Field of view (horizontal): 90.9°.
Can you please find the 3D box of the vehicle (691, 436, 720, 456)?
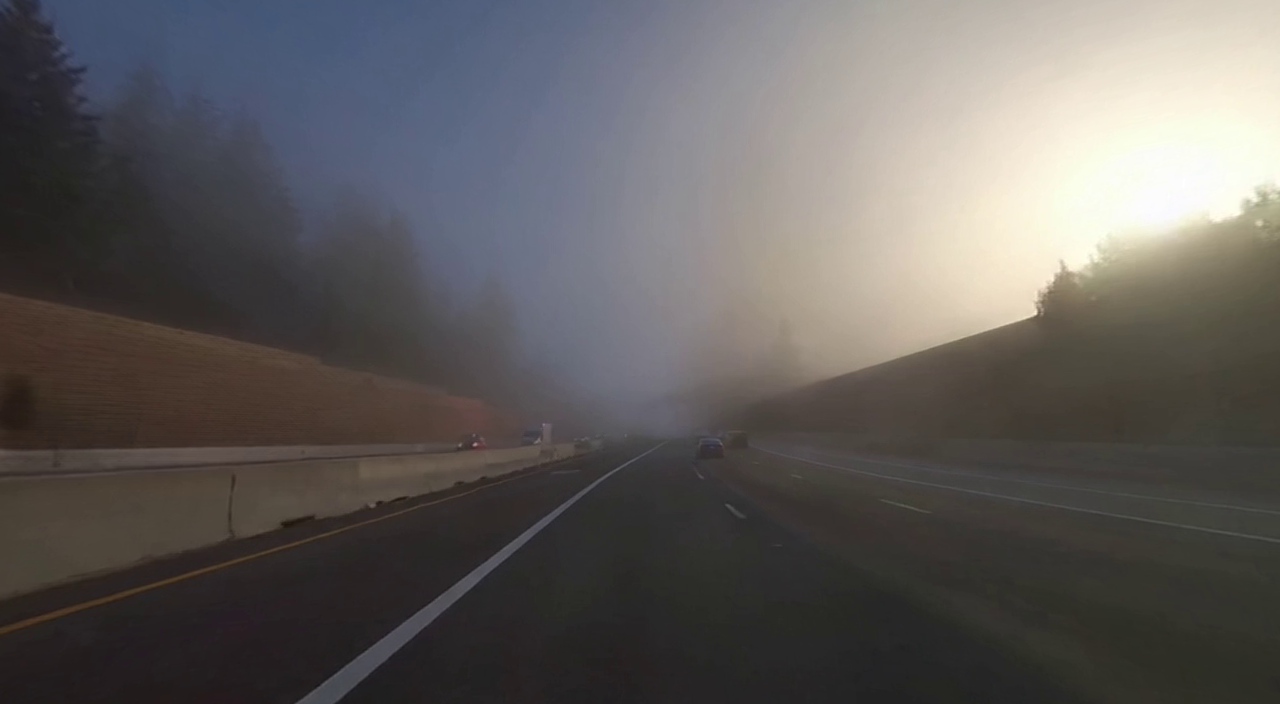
[{"bbox_3d":[5.077,7.366,49.532,1.926,1.477,4.080,0,-8,2],"label":"vehicle"}]
